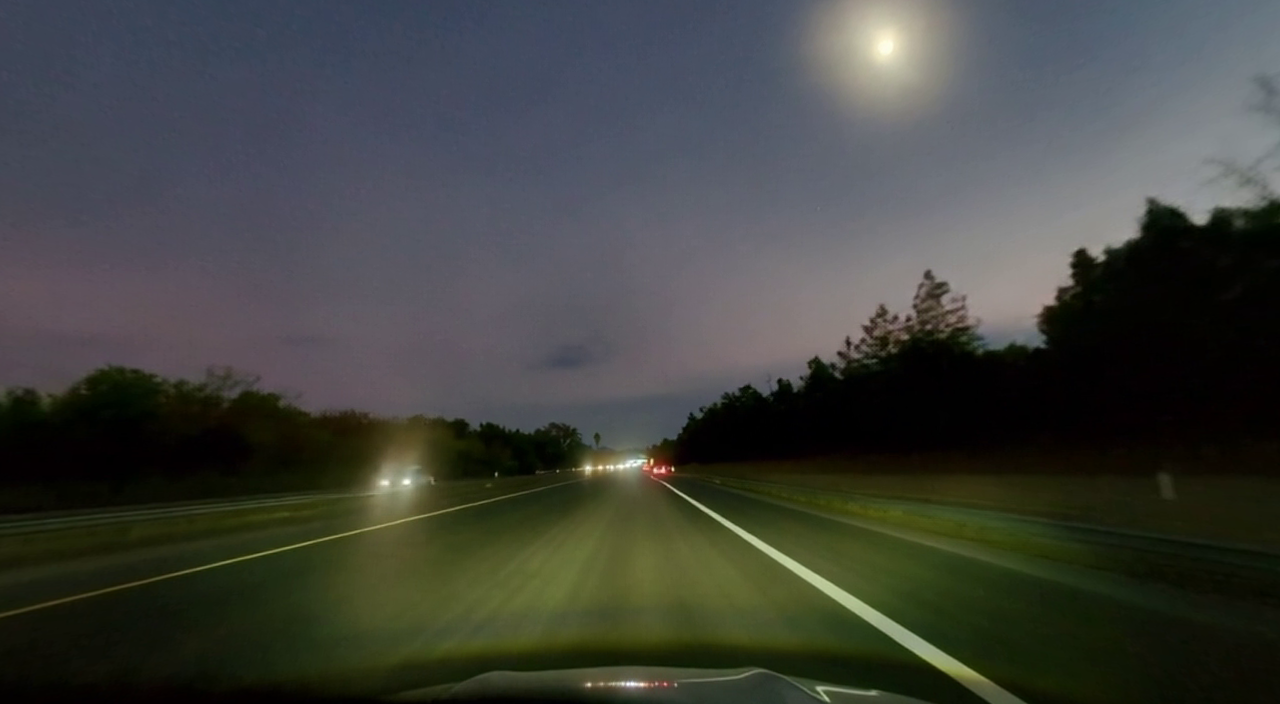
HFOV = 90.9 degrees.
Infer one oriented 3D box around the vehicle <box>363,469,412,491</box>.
[{"bbox_3d":[-17.408,8.822,43.627,1.750,1.441,3.702,1,-10,1],"label":"vehicle"}]
